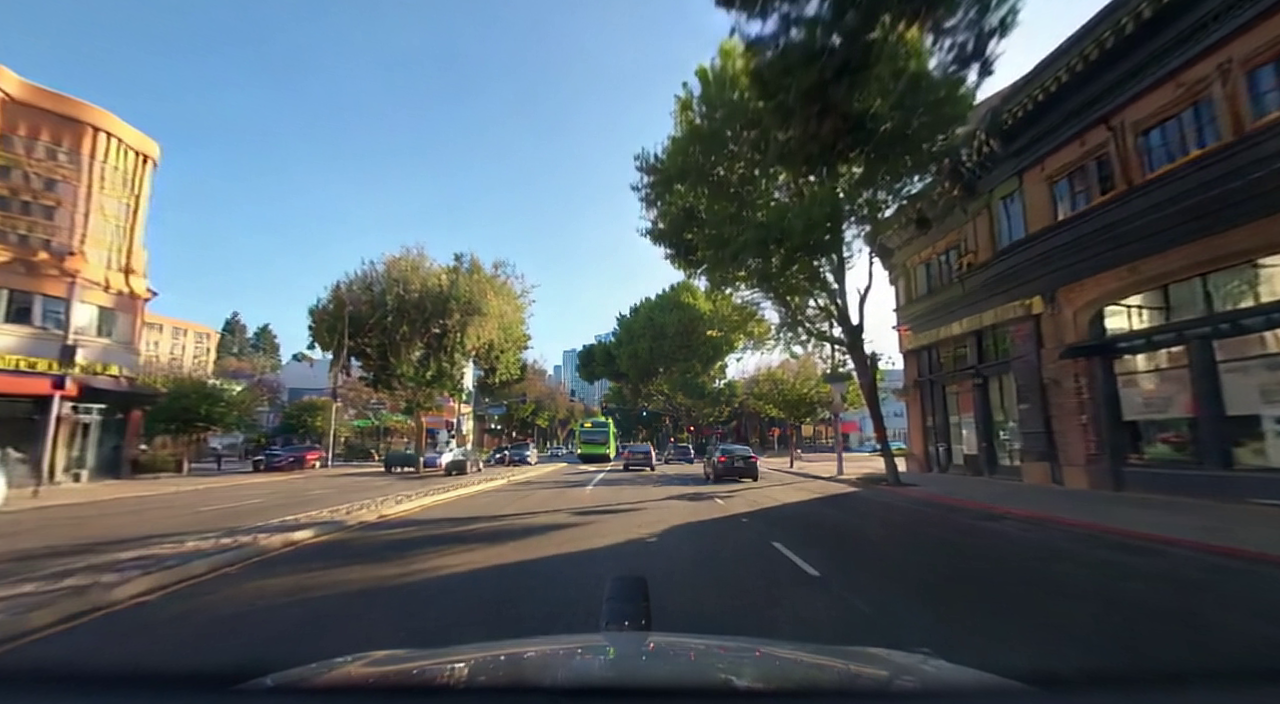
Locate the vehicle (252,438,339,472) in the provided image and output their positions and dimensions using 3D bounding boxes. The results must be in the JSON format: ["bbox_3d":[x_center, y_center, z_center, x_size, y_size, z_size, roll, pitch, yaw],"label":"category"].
[{"bbox_3d":[-22.102,6.652,40.844,2.306,1.967,6.392,1,-9,-3],"label":"vehicle"}]

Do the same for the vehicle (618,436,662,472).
[{"bbox_3d":[-0.032,5.618,34.883,2.301,1.837,4.411,0,-8,-1],"label":"vehicle"}]

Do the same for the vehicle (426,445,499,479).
[{"bbox_3d":[-8.315,5.181,29.988,2.228,1.476,4.162,0,-8,0],"label":"vehicle"}]

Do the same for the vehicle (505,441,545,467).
[{"bbox_3d":[-8.537,7.569,47.042,2.154,1.832,4.820,0,-8,-1],"label":"vehicle"}]

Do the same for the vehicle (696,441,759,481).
[{"bbox_3d":[3.658,4.609,26.985,2.046,1.540,3.883,0,-8,-1],"label":"vehicle"}]
